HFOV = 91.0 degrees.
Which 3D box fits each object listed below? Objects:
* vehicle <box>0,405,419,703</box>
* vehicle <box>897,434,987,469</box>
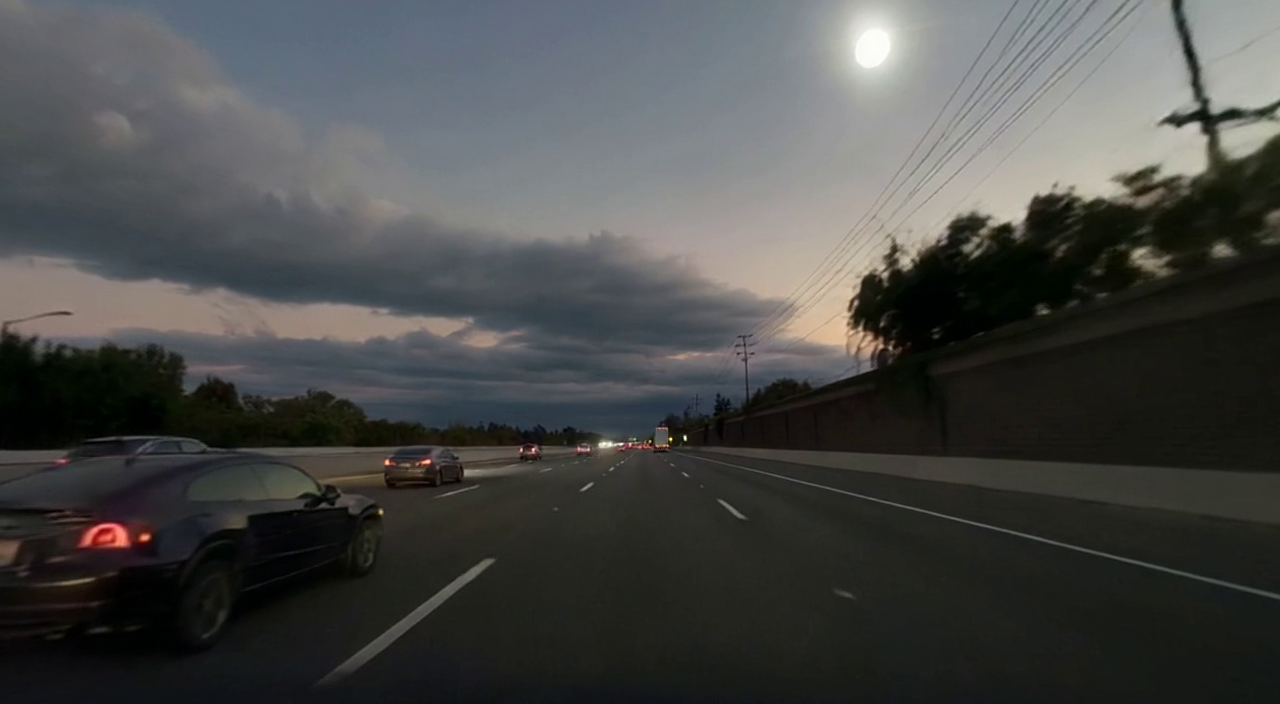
[{"bbox_3d":[-3.616,1.312,4.704,2.045,1.532,4.954,0,-9,1],"label":"vehicle"},{"bbox_3d":[18.214,6.035,38.439,2.272,1.938,5.988,0,-9,-3],"label":"vehicle"}]
